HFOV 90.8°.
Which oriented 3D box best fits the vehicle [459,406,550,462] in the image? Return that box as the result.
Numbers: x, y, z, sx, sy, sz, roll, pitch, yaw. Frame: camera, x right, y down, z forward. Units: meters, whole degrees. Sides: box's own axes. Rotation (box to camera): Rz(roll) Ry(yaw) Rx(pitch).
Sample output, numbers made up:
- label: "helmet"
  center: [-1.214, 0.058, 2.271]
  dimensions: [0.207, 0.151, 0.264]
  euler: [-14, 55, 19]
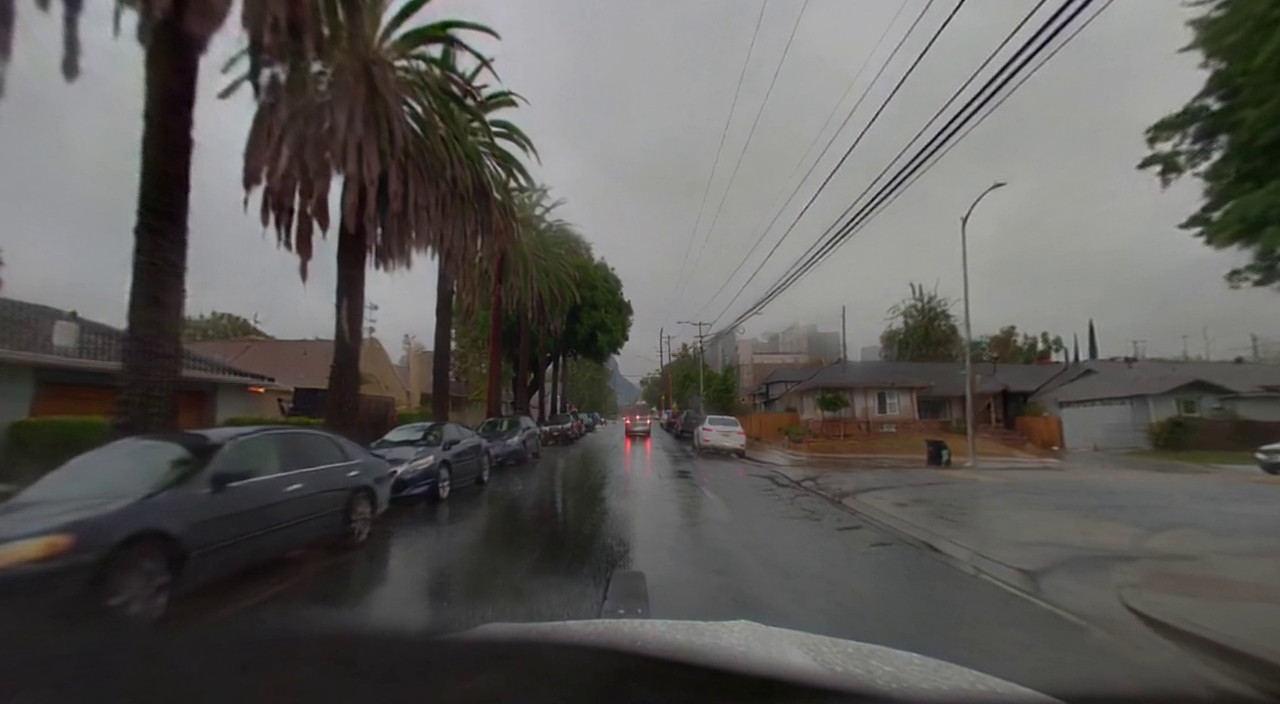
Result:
- label: "vehicle"
  center: [-4.137, 2.646, 20.200]
  dimensions: [1.769, 1.551, 5.040]
  euler: [0, -8, 0]

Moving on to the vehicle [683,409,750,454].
- label: "vehicle"
  center: [2.953, 3.238, 25.418]
  dimensions: [2.060, 1.614, 4.652]
  euler: [0, -8, -1]

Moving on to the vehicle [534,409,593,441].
- label: "vehicle"
  center: [-3.909, 3.913, 33.227]
  dimensions: [2.130, 1.543, 5.386]
  euler: [-1, -8, 3]

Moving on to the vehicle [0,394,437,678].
- label: "vehicle"
  center: [-4.101, 1.379, 6.273]
  dimensions: [2.157, 1.487, 5.718]
  euler: [-1, -8, 2]

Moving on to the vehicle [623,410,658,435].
- label: "vehicle"
  center: [0.024, 4.602, 40.681]
  dimensions: [2.081, 1.483, 4.599]
  euler: [0, -8, 0]
